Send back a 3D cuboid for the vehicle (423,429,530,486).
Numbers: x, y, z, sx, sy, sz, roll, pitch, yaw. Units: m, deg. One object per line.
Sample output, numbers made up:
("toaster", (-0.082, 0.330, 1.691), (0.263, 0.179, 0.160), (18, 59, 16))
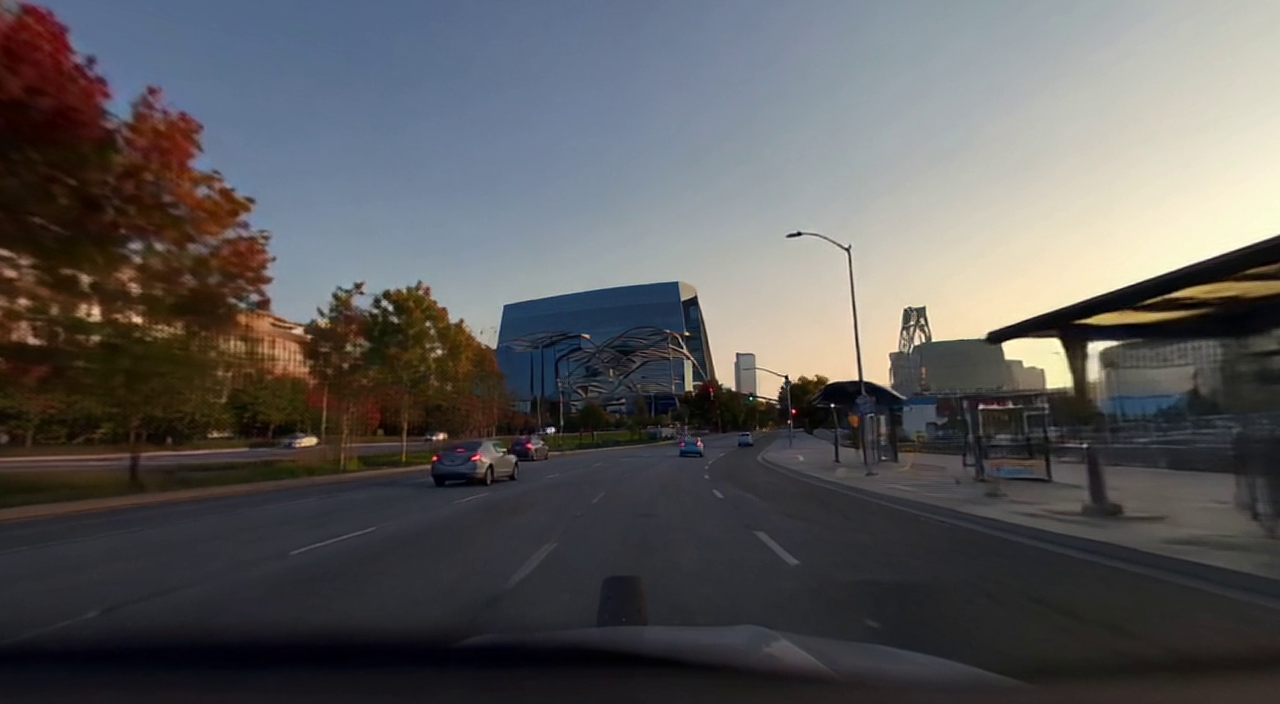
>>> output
("vehicle", (-5.479, 3.598, 21.814), (2.181, 1.728, 4.515), (-1, -8, 4))
